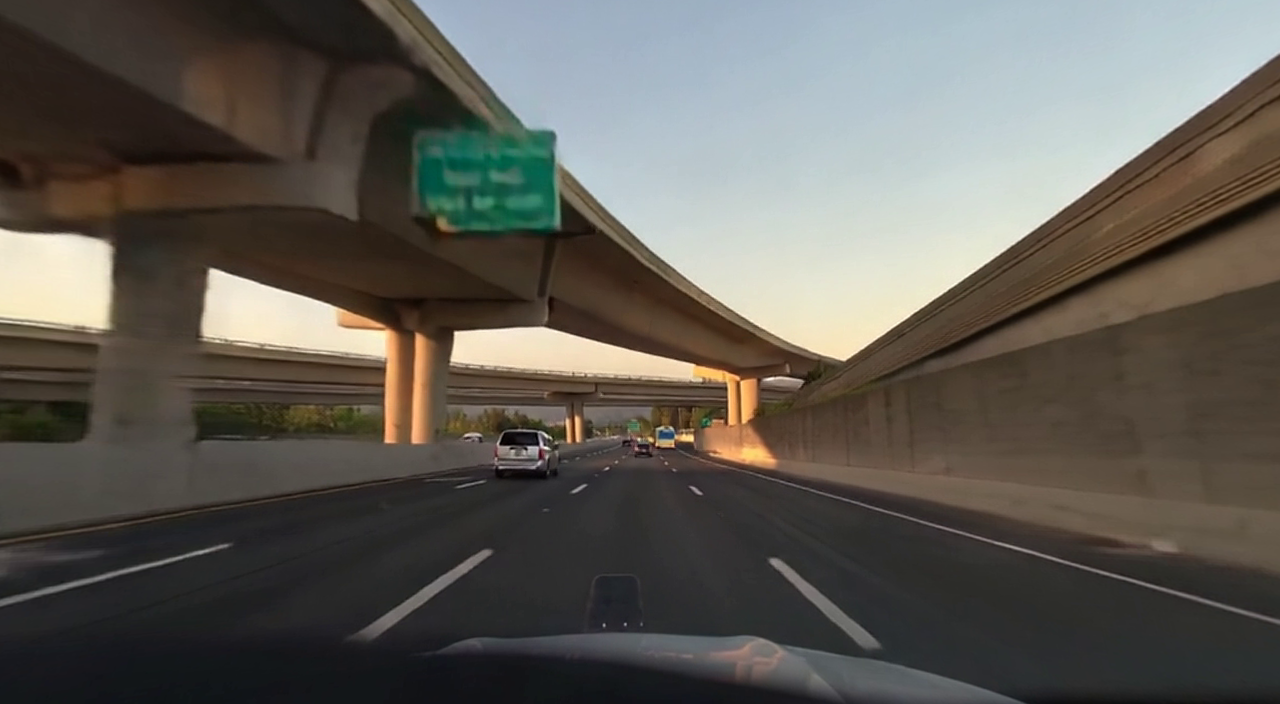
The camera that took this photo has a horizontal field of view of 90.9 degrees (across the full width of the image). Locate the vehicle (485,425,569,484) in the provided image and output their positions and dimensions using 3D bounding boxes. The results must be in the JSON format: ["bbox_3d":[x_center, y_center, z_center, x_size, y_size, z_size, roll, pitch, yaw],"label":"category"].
[{"bbox_3d":[-4.047,3.784,23.494,2.147,1.918,4.834,0,-8,1],"label":"vehicle"}]

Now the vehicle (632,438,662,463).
[{"bbox_3d":[0.469,7.106,45.398,2.052,1.711,4.223,0,-8,0],"label":"vehicle"}]
